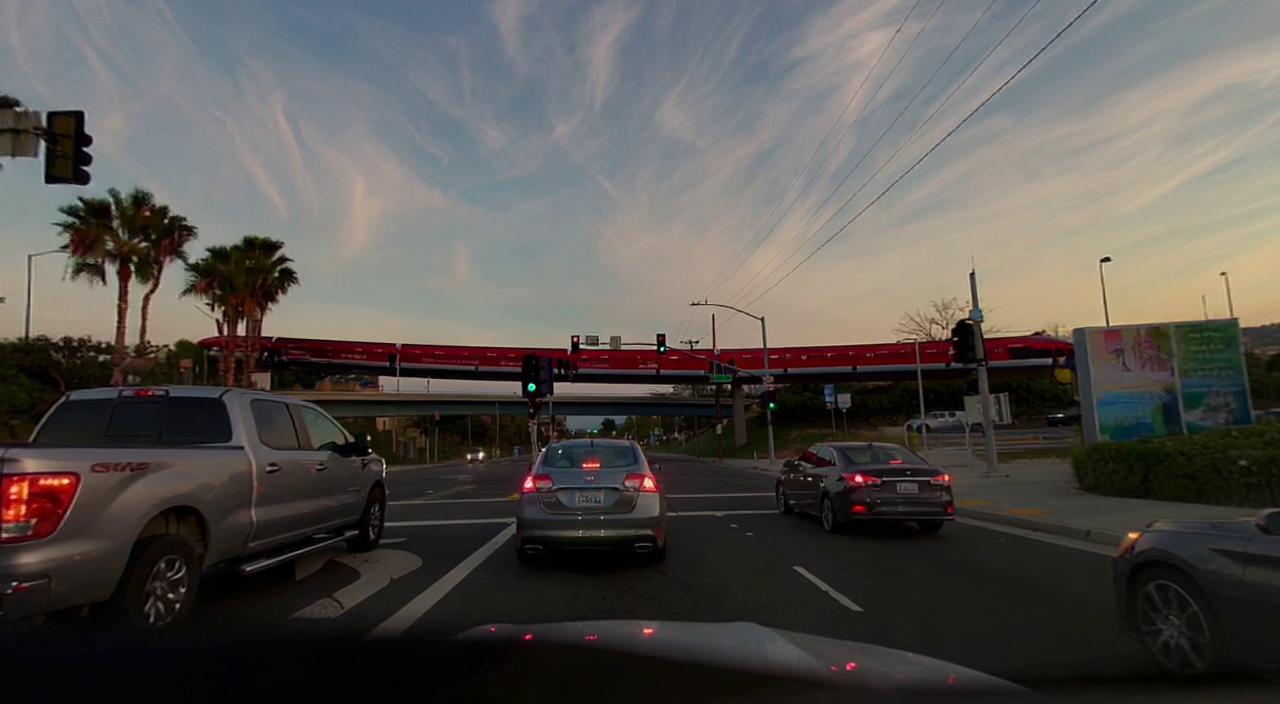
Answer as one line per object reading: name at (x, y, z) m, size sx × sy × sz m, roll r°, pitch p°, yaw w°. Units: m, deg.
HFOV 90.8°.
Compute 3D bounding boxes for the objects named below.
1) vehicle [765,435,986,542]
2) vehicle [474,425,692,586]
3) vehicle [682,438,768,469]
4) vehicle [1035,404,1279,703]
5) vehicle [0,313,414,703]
vehicle at (3.693, 2.215, 10.968) m, size 1.965 × 1.448 × 4.486 m, roll 0°, pitch -9°, yaw -2°
vehicle at (-0.634, 1.751, 8.052) m, size 2.035 × 1.491 × 4.090 m, roll 0°, pitch -9°, yaw -3°
vehicle at (4.204, 5.130, 31.966) m, size 1.878 × 1.428 × 4.416 m, roll 5°, pitch -10°, yaw -32°
vehicle at (3.881, 0.892, 2.183) m, size 2.052 × 1.496 × 4.541 m, roll 0°, pitch -9°, yaw 0°
vehicle at (-3.787, 1.104, 4.932) m, size 2.078 × 1.838 × 5.448 m, roll 0°, pitch -9°, yaw -1°
